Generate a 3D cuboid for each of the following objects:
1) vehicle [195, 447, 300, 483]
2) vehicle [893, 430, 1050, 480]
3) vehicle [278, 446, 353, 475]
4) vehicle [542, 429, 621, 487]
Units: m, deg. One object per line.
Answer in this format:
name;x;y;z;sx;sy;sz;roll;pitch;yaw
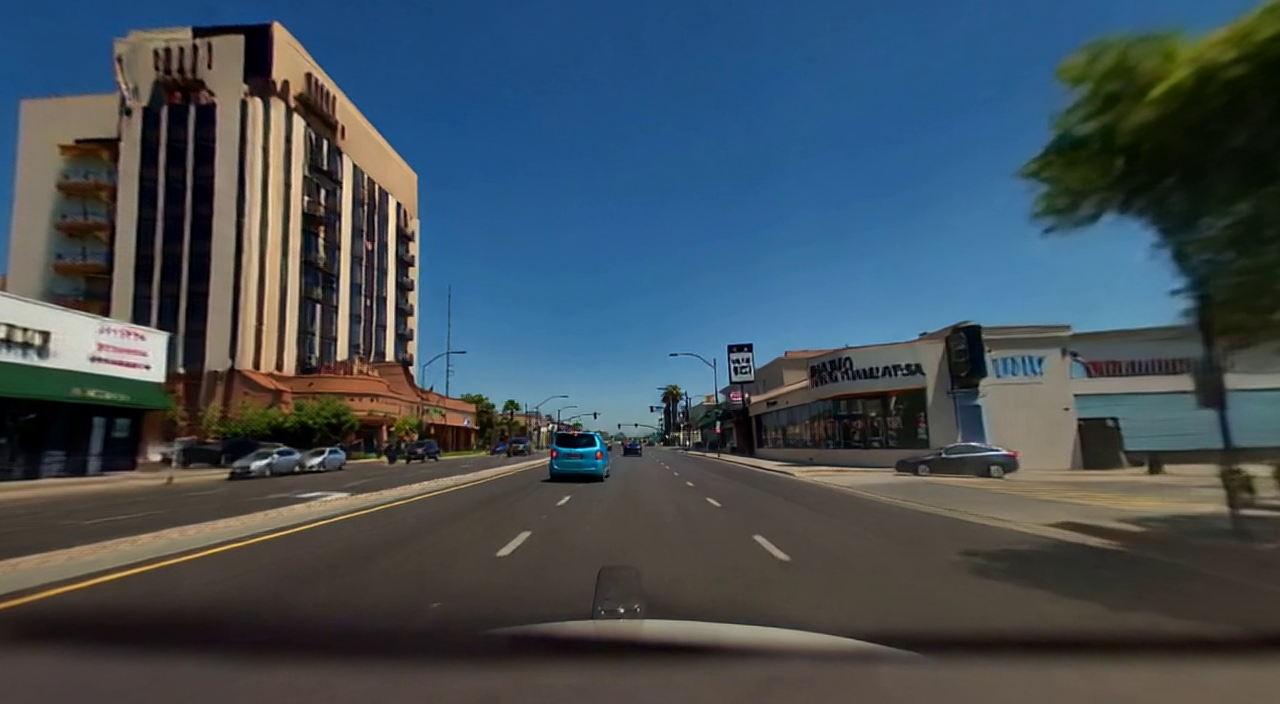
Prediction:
vehicle;-17.806;5.101;28.865;1.852;1.481;4.660;0;-8;-1
vehicle;14.827;4.640;28.653;2.589;1.989;5.779;4;-9;-26
vehicle;-17.764;5.933;34.720;1.840;1.508;4.376;0;-8;-1
vehicle;-1.807;3.440;20.695;2.080;1.722;3.766;0;-8;2
